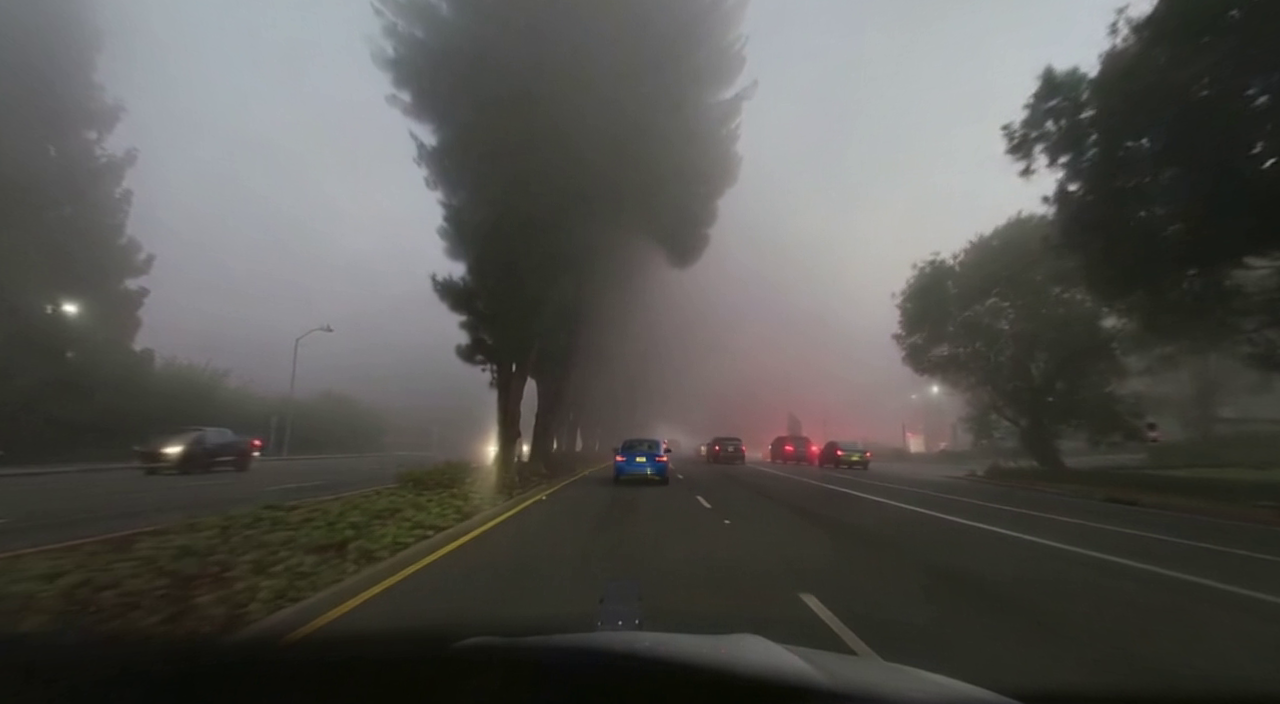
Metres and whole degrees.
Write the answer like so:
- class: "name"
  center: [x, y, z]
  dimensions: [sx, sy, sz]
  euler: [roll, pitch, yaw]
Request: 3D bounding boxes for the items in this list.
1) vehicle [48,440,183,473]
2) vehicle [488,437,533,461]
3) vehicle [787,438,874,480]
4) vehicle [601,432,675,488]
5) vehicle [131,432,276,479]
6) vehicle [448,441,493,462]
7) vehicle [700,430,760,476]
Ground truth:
- class: "vehicle"
  center: [-24.670, 4.925, 29.764]
  dimensions: [4.381, 1.490, 1.941]
  euler: [2, -9, -12]
- class: "vehicle"
  center: [-8.953, 6.743, 43.786]
  dimensions: [2.074, 1.543, 4.536]
  euler: [0, -8, 1]
- class: "vehicle"
  center: [7.248, 4.110, 24.456]
  dimensions: [1.928, 1.488, 4.361]
  euler: [0, -8, -1]
- class: "vehicle"
  center: [-0.056, 3.474, 20.561]
  dimensions: [2.145, 1.603, 4.369]
  euler: [0, -8, 0]
- class: "vehicle"
  center: [-15.895, 3.796, 23.330]
  dimensions: [1.885, 1.553, 4.828]
  euler: [0, -8, 0]
- class: "vehicle"
  center: [-12.551, 7.398, 46.891]
  dimensions: [1.915, 1.456, 4.636]
  euler: [0, -8, 2]
- class: "vehicle"
  center: [3.779, 4.342, 27.267]
  dimensions: [1.976, 1.796, 4.159]
  euler: [0, -8, 0]
